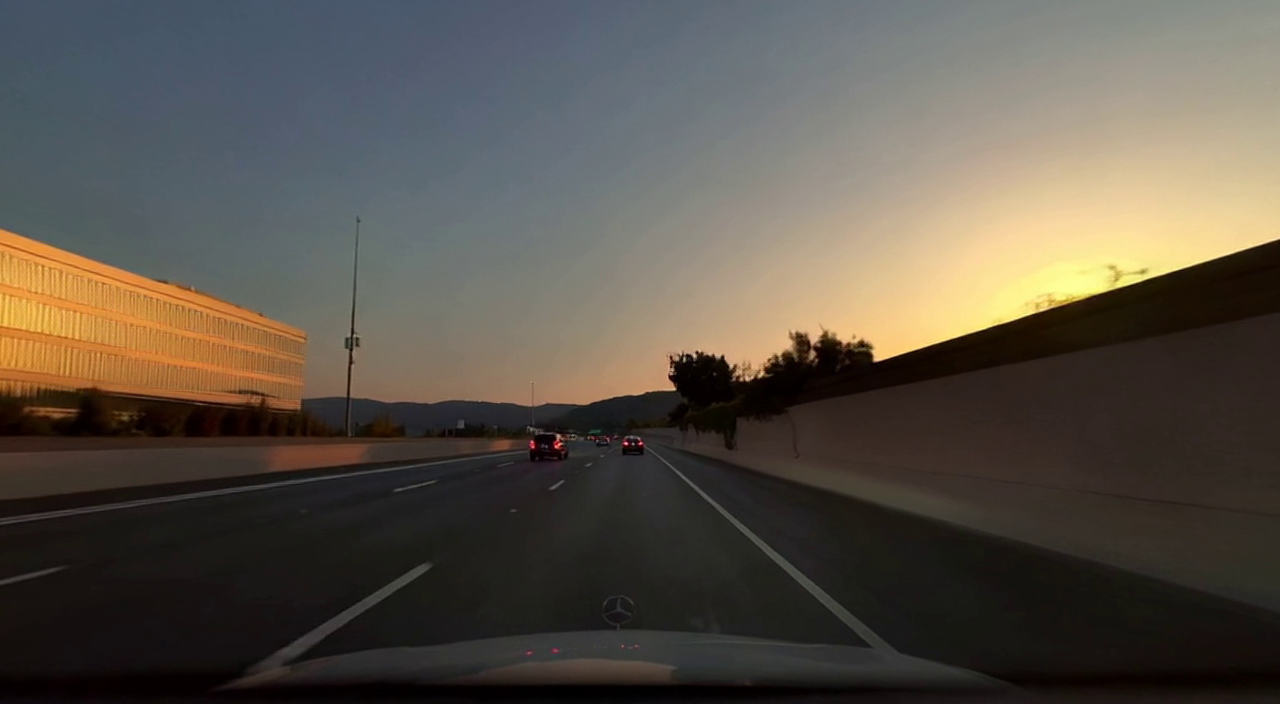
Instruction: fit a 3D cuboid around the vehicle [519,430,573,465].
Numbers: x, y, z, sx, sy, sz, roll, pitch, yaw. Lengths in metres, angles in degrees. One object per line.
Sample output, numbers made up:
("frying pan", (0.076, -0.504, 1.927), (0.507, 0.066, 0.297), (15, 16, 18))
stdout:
("vehicle", (-4.624, 4.782, 31.643), (2.036, 1.612, 4.510), (0, -8, 0))
